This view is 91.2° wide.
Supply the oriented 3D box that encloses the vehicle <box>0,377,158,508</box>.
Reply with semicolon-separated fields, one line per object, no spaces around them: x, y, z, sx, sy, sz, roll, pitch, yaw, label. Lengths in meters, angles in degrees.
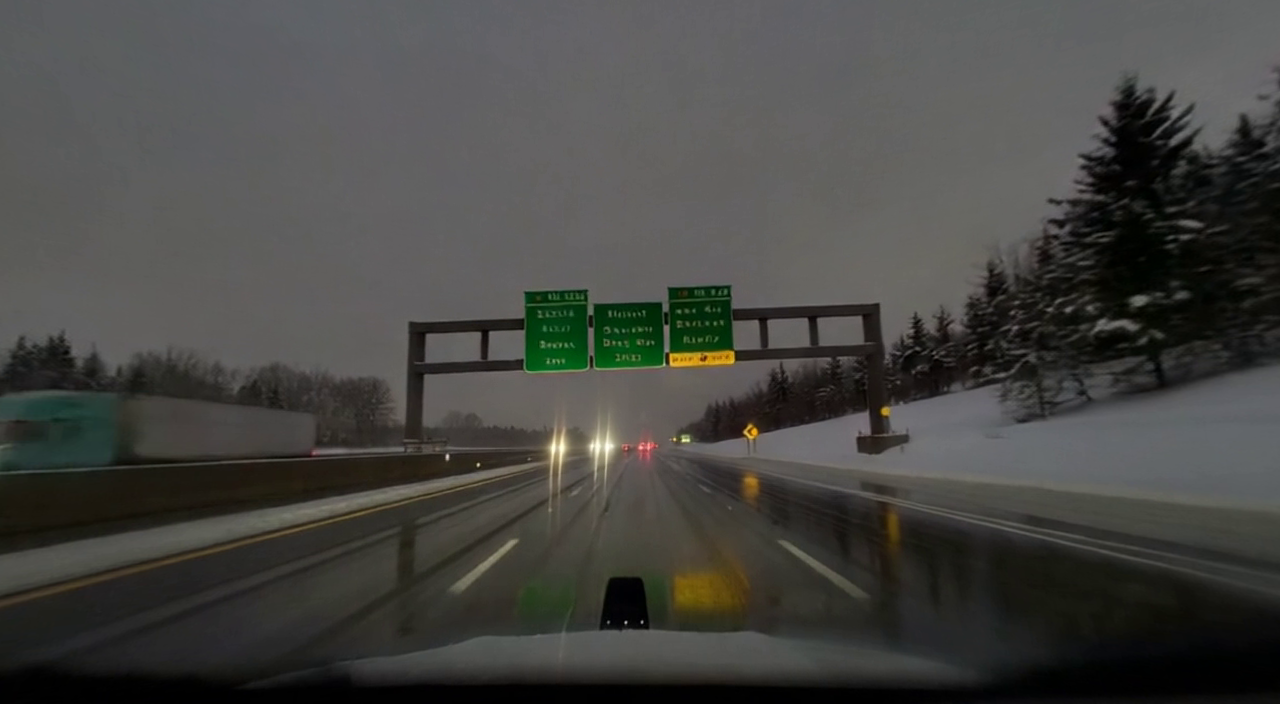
-20.531;3.108;21.500;2.951;3.866;6.101;0;-8;0;vehicle
